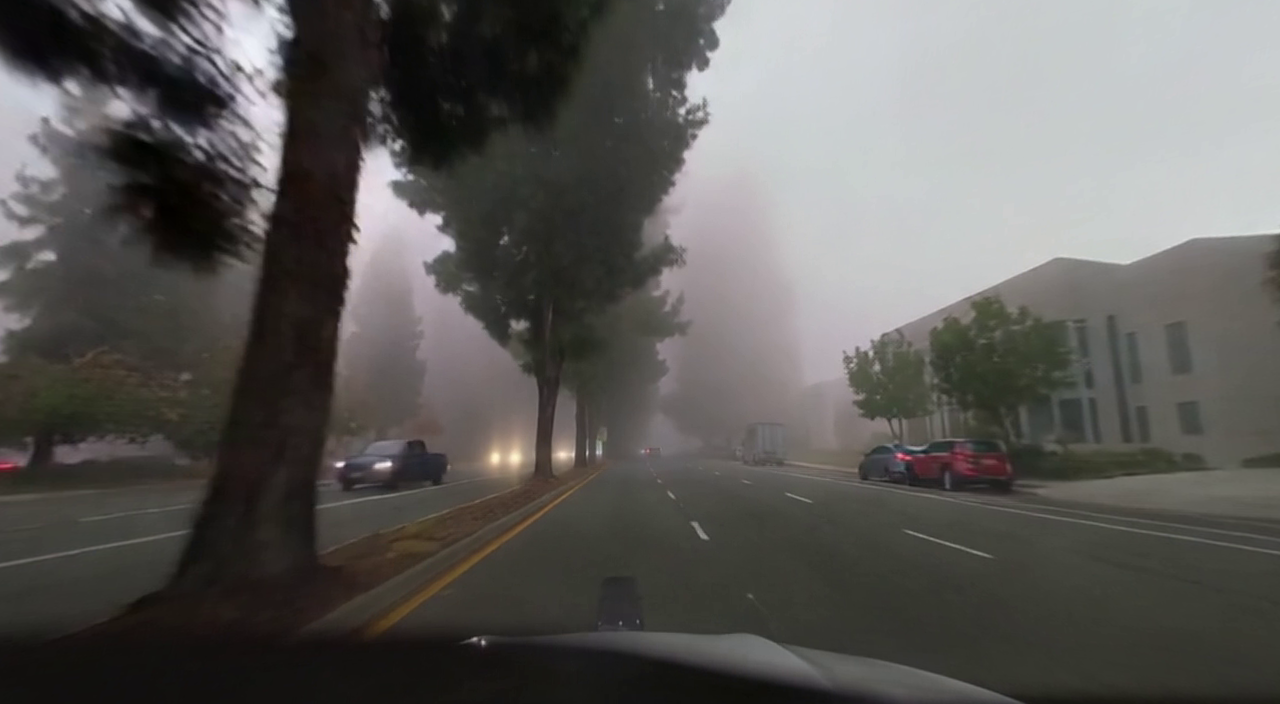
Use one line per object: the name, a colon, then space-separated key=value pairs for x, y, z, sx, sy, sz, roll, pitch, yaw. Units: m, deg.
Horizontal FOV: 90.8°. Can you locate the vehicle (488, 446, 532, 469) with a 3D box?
vehicle: x=-9.094 y=7.425 z=44.584 sx=2.001 sy=1.477 sz=4.754 roll=0 pitch=-8 yaw=1

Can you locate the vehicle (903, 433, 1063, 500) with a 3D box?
vehicle: x=10.238 y=3.439 z=19.477 sx=2.043 sy=1.761 sz=5.022 roll=0 pitch=-8 yaw=-1

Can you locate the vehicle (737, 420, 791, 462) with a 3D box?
vehicle: x=9.467 y=6.986 z=49.200 sx=2.670 sy=3.016 sz=7.732 roll=0 pitch=-9 yaw=0

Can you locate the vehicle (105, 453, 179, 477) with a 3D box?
vehicle: x=-38.211 y=8.655 z=48.582 sx=1.943 sy=1.644 sz=4.418 roll=0 pitch=-8 yaw=2

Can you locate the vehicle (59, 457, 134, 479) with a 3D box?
vehicle: x=-41.037 y=8.747 z=47.833 sx=2.016 sy=1.430 sz=4.269 roll=-3 pitch=-8 yaw=-2

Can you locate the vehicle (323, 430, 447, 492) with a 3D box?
vehicle: x=-8.752 y=3.768 z=22.276 sx=2.212 sy=1.904 sz=4.986 roll=0 pitch=-8 yaw=1

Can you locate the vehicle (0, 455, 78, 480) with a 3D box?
vehicle: x=-46.182 y=8.825 z=48.398 sx=1.943 sy=1.705 sz=4.610 roll=0 pitch=-8 yaw=1
